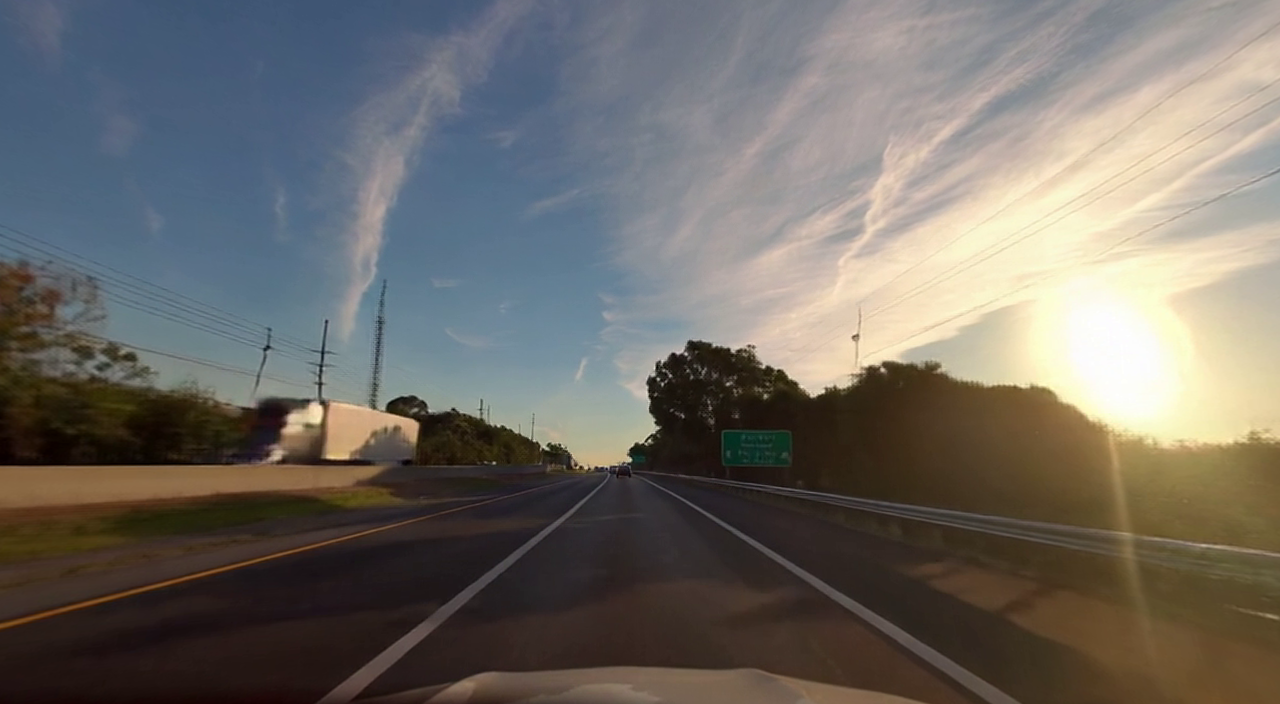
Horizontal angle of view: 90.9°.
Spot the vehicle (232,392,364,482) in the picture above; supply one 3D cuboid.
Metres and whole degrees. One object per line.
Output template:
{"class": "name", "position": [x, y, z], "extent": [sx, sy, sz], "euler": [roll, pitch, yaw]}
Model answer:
{"class": "vehicle", "position": [-16.574, 4.322, 31.131], "extent": [3.006, 3.954, 5.846], "euler": [1, -11, 0]}
